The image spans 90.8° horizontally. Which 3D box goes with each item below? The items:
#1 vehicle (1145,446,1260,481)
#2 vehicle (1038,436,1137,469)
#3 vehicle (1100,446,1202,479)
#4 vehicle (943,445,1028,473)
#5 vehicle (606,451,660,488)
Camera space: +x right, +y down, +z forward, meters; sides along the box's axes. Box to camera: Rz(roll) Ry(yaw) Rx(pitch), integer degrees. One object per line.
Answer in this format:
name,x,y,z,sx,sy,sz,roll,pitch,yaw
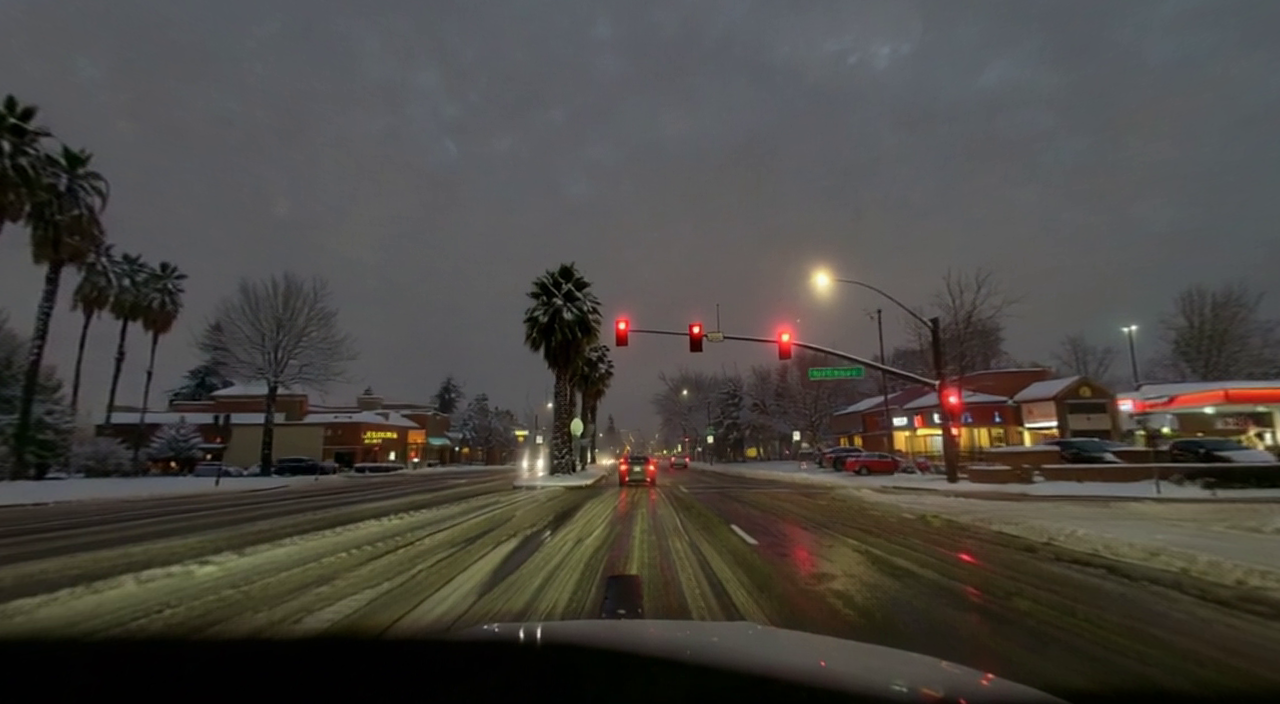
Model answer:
vehicle,26.207,5.182,29.630,1.923,1.501,3.849,0,-9,2
vehicle,24.344,5.518,34.514,3.783,1.560,1.853,-4,-11,9
vehicle,24.132,5.218,30.002,1.738,1.462,3.609,0,-9,0
vehicle,19.400,6.015,35.659,3.833,1.495,1.892,-3,-9,17
vehicle,-0.348,5.277,28.714,2.270,1.475,4.571,0,-9,-1
